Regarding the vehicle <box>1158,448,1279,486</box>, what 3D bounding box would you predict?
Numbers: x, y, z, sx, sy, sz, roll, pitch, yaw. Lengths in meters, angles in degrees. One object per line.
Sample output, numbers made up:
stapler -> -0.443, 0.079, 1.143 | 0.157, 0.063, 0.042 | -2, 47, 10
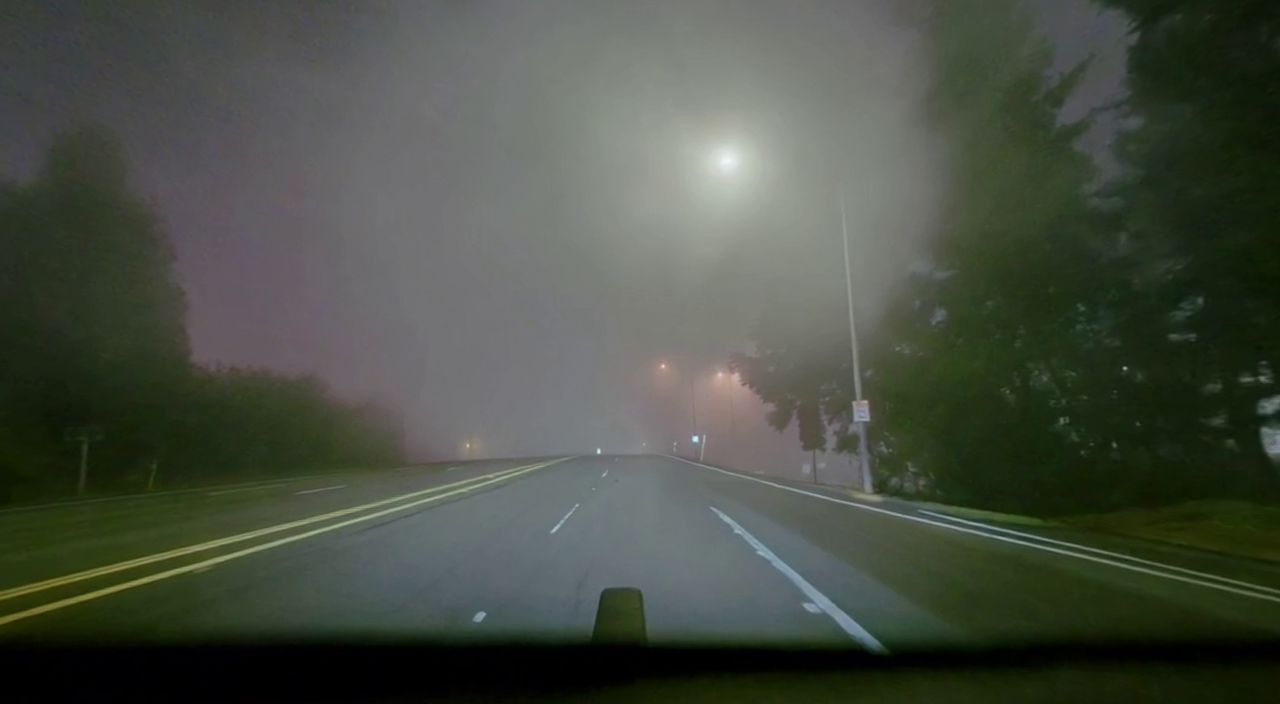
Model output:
vehicle -> 36.461, 7.118, 39.265 | 6.443, 2.084, 2.514 | -1, -9, -5
